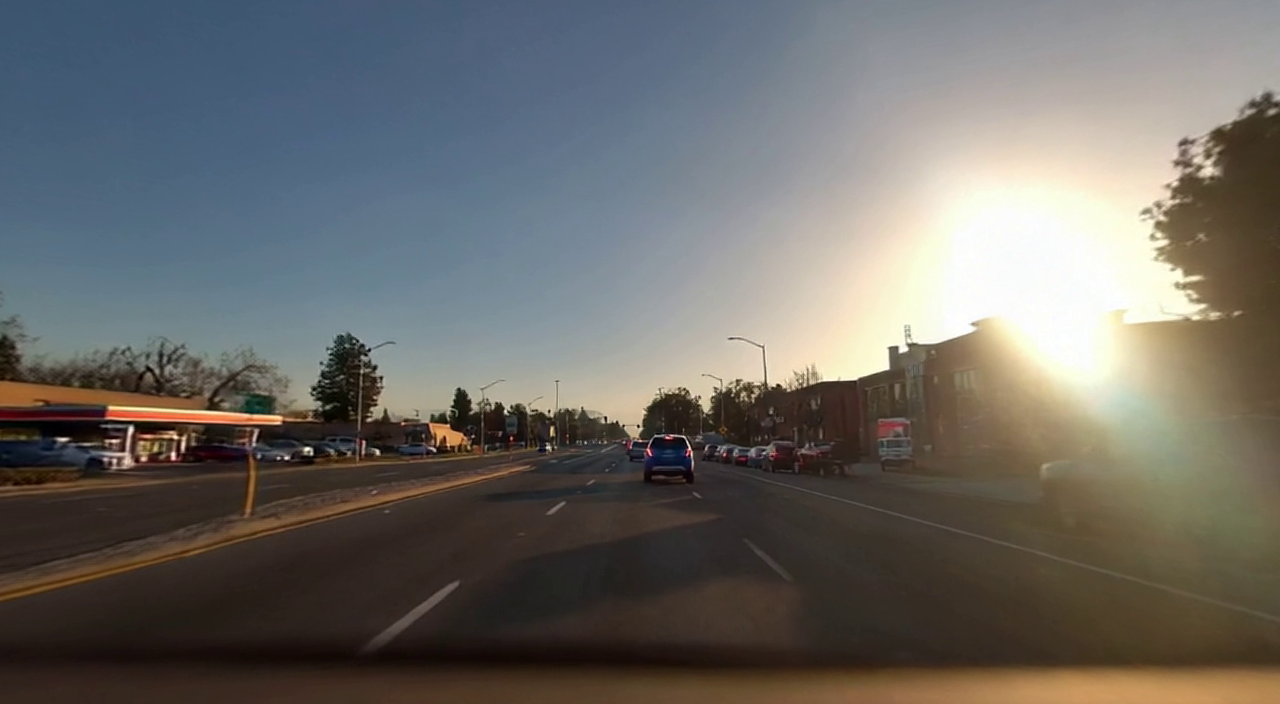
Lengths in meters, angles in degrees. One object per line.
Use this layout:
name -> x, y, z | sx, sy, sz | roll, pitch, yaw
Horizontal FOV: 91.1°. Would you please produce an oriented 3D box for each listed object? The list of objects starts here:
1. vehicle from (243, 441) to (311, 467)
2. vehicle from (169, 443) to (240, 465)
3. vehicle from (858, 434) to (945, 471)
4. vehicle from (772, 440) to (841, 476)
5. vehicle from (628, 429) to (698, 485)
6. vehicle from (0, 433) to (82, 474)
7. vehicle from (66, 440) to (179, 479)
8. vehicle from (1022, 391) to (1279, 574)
vehicle -> -26.161, 7.354, 45.438 | 1.922, 1.755, 4.511 | -1, -8, 6
vehicle -> -31.496, 7.376, 45.590 | 1.920, 1.446, 4.448 | -2, -8, 1
vehicle -> 12.788, 4.948, 31.126 | 2.019, 1.711, 4.862 | 1, -8, -3
vehicle -> 7.440, 4.750, 28.550 | 1.818, 1.459, 4.806 | 0, -8, 0
vehicle -> 0.835, 3.857, 23.467 | 2.317, 1.857, 5.150 | 0, -8, 2
vehicle -> -31.194, 5.094, 31.658 | 1.928, 1.922, 4.539 | 0, -8, -2
vehicle -> -25.864, 5.344, 31.615 | 2.044, 1.695, 4.619 | -1, -7, -5
vehicle -> 7.244, 1.499, 7.659 | 2.032, 1.776, 4.782 | 0, -8, -1
